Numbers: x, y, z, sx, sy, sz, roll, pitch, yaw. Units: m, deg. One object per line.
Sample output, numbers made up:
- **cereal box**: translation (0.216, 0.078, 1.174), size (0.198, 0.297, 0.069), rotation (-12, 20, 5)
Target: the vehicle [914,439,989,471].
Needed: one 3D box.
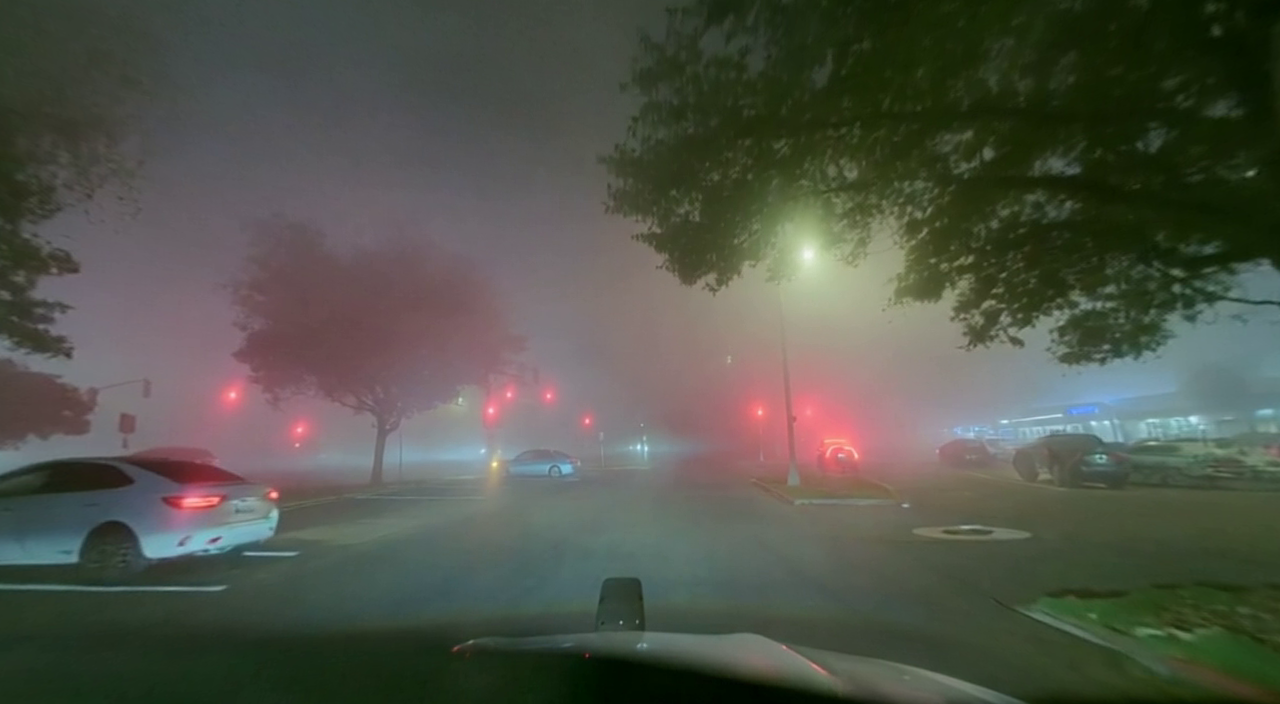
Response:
- **vehicle**: translation (15.728, 5.219, 32.192), size (1.951, 1.491, 4.359), rotation (-1, -9, 5)

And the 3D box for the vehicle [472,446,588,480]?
- **vehicle**: translation (-5.054, 5.120, 29.314), size (4.792, 1.468, 2.116), rotation (-2, -9, 13)

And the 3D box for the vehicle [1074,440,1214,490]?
- **vehicle**: translation (15.676, 3.498, 19.931), size (1.936, 1.391, 3.874), rotation (-2, -9, 14)

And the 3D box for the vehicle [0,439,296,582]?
- **vehicle**: translation (-6.875, 1.810, 7.614), size (4.376, 1.476, 1.791), rotation (0, -9, 2)

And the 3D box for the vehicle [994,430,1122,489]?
- **vehicle**: translation (13.281, 3.427, 20.447), size (1.921, 1.657, 4.400), rotation (-2, -9, 13)

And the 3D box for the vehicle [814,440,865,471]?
- **vehicle**: translation (10.621, 5.501, 33.964), size (2.061, 1.519, 4.794), rotation (-2, -8, 11)
